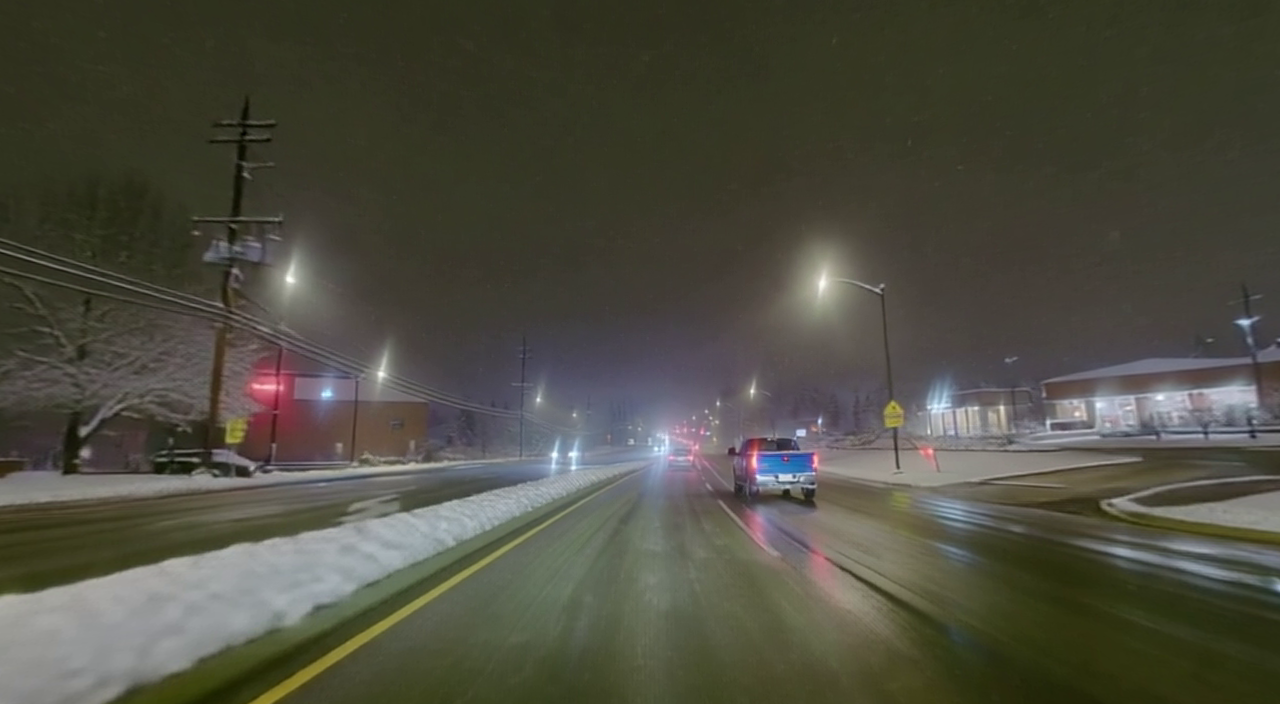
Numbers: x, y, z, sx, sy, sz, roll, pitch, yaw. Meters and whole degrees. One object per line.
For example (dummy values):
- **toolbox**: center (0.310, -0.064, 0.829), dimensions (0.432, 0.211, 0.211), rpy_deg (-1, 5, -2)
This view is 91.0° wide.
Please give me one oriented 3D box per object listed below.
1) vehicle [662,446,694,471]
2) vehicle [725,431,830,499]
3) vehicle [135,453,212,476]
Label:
- **vehicle**: center (2.550, 7.002, 41.658), dimensions (1.968, 1.521, 4.262), rpy_deg (0, -9, 5)
- **vehicle**: center (4.341, 3.675, 20.946), dimensions (2.367, 1.919, 5.651), rpy_deg (0, -9, 2)
- **vehicle**: center (-32.188, 7.744, 43.476), dimensions (3.963, 1.494, 1.802), rpy_deg (-1, -9, 7)
